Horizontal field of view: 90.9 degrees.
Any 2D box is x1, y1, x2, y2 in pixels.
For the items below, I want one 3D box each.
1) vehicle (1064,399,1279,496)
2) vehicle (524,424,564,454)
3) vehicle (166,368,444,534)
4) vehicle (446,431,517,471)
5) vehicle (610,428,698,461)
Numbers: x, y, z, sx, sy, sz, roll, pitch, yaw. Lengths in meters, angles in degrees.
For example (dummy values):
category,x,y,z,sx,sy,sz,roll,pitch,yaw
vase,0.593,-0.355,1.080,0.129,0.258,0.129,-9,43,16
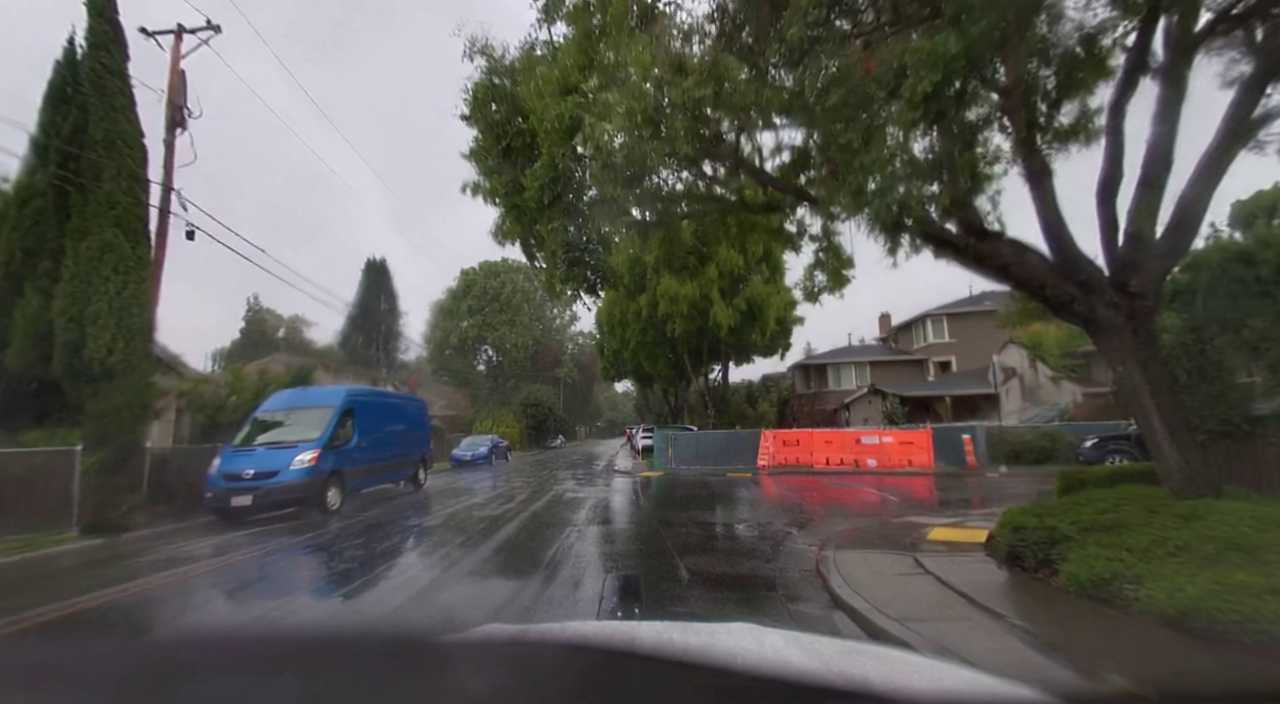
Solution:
category,x,y,z,sx,sy,sz,roll,pitch,yaw
vehicle,12.460,2.117,14.168,4.624,1.924,2.005,-5,-9,31
vehicle,-6.566,6.014,43.608,2.042,1.937,4.960,0,-8,0
vehicle,-6.384,1.918,13.470,2.284,2.500,7.006,-2,-6,-1
vehicle,-6.549,4.125,26.519,1.899,1.524,4.082,0,-8,0
vehicle,0.722,4.431,30.378,4.070,1.436,1.827,6,-10,-40
